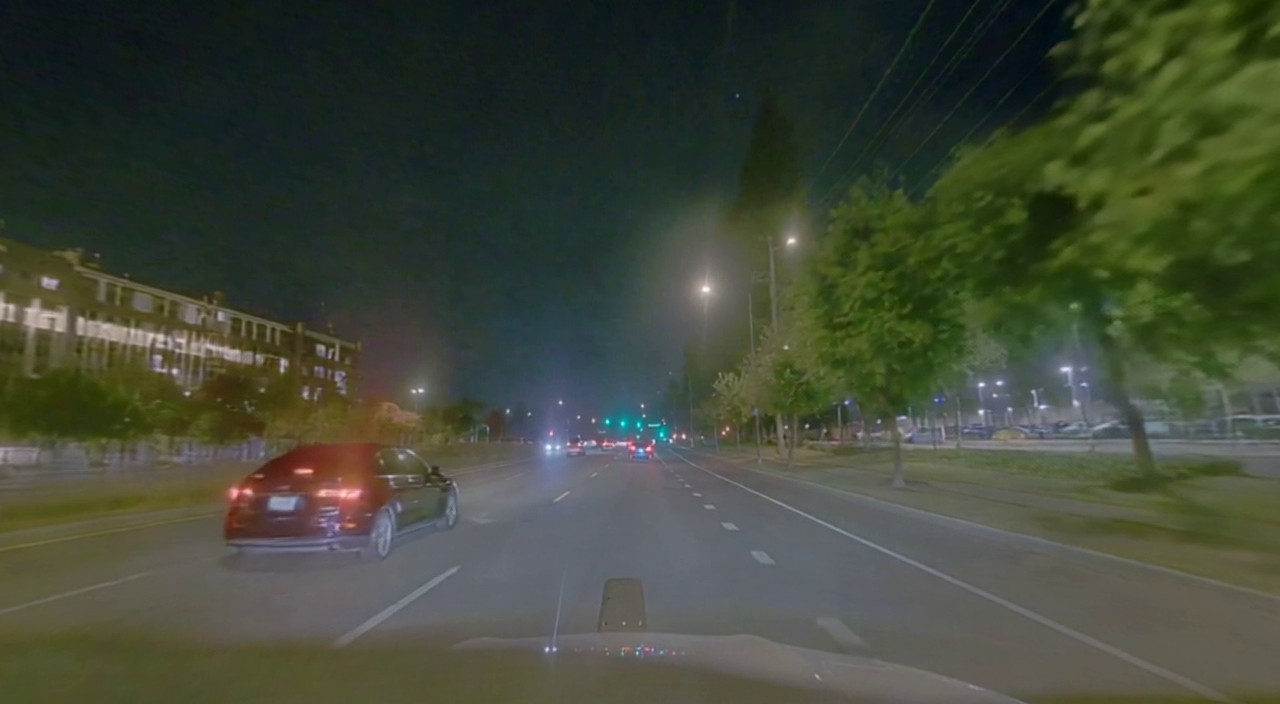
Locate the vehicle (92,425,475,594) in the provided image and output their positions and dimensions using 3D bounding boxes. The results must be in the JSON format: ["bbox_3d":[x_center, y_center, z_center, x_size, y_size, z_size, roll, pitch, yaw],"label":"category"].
[{"bbox_3d":[-3.785,1.744,8.036,1.942,1.462,4.905,0,-8,1],"label":"vehicle"}]

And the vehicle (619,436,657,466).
[{"bbox_3d":[-0.117,5.949,38.050,2.199,1.652,4.101,0,-8,0],"label":"vehicle"}]
